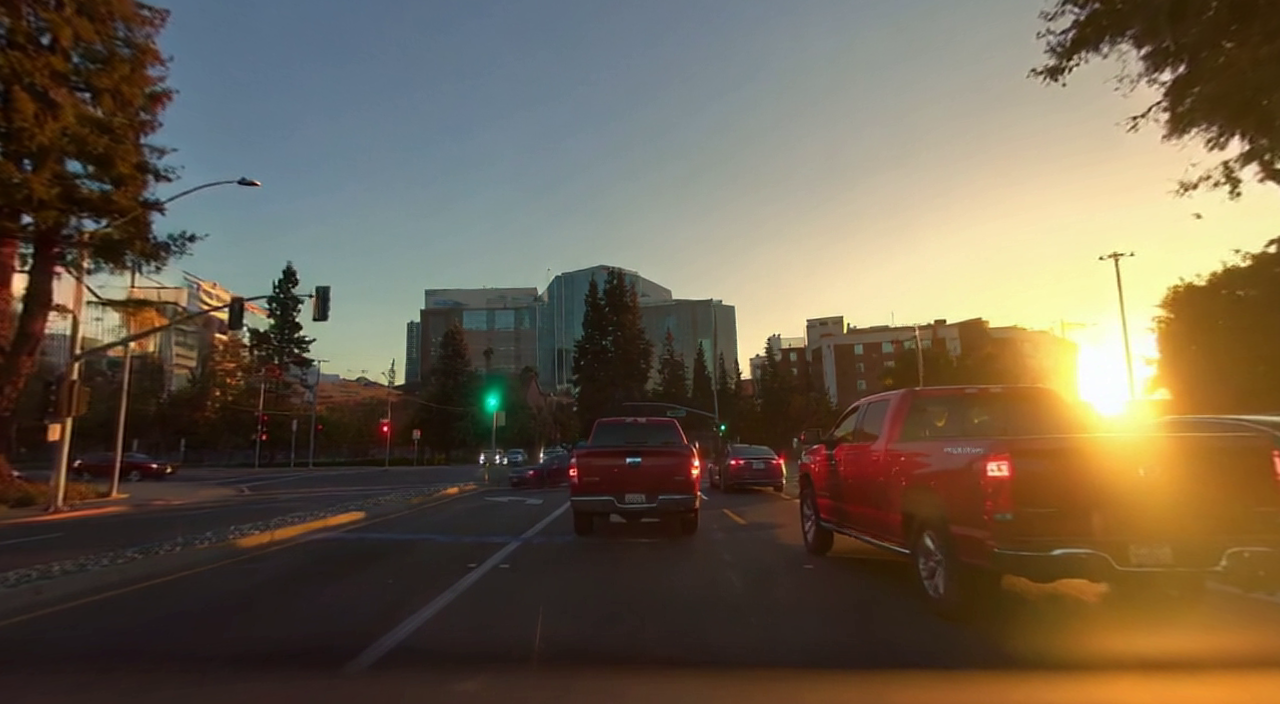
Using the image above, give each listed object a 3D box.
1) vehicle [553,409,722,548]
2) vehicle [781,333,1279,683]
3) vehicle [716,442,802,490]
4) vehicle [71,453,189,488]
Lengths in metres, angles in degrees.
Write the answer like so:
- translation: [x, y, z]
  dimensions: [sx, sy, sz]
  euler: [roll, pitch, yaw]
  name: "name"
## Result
- translation: [-0.097, 2.045, 10.947]
  dimensions: [2.240, 1.821, 5.001]
  euler: [0, -8, -2]
  name: "vehicle"
- translation: [3.314, 1.271, 6.436]
  dimensions: [2.412, 1.953, 5.682]
  euler: [0, -8, 0]
  name: "vehicle"
- translation: [3.926, 3.836, 21.661]
  dimensions: [1.995, 1.456, 4.372]
  euler: [0, -8, -1]
  name: "vehicle"
- translation: [-26.568, 6.152, 33.131]
  dimensions: [4.437, 1.669, 1.936]
  euler: [5, -10, -30]
  name: "vehicle"
